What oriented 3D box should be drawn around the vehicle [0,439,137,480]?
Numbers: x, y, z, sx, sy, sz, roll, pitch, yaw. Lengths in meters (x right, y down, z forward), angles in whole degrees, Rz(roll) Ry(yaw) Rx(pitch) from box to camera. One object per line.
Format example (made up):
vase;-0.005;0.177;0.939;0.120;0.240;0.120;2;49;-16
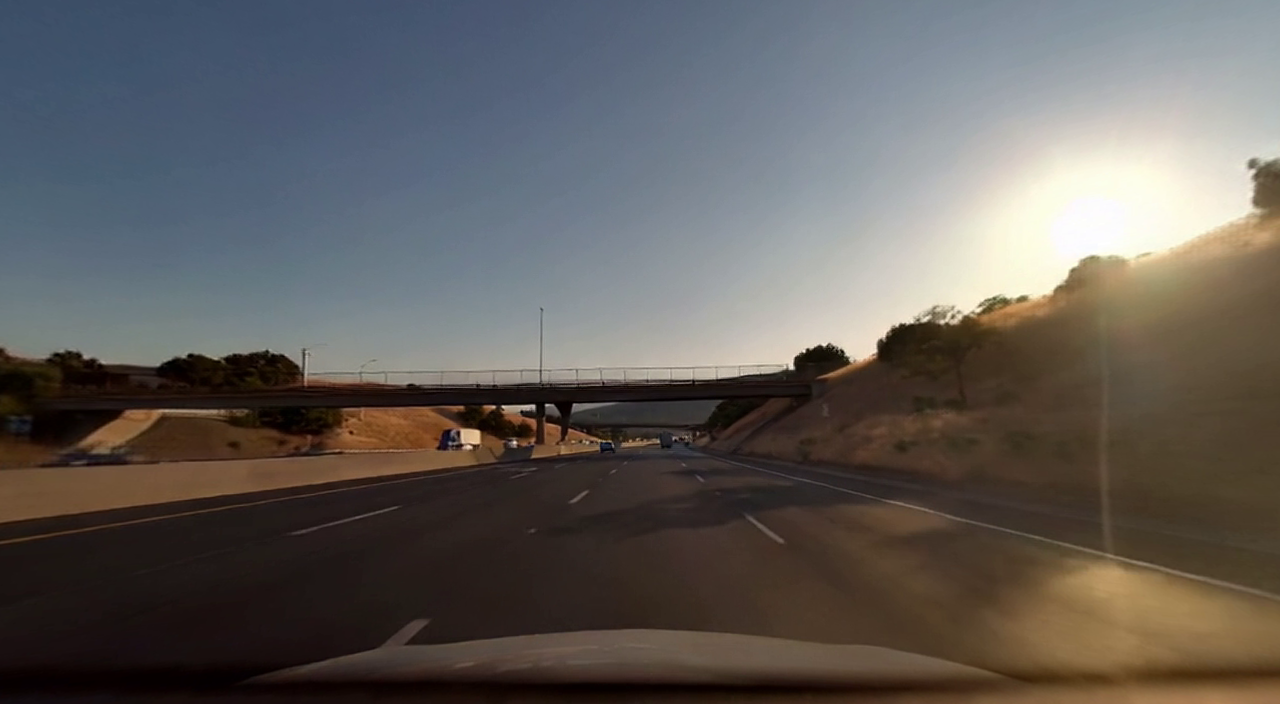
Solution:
vehicle;-28.811;5.353;31.676;2.099;1.830;5.661;-1;-9;4
